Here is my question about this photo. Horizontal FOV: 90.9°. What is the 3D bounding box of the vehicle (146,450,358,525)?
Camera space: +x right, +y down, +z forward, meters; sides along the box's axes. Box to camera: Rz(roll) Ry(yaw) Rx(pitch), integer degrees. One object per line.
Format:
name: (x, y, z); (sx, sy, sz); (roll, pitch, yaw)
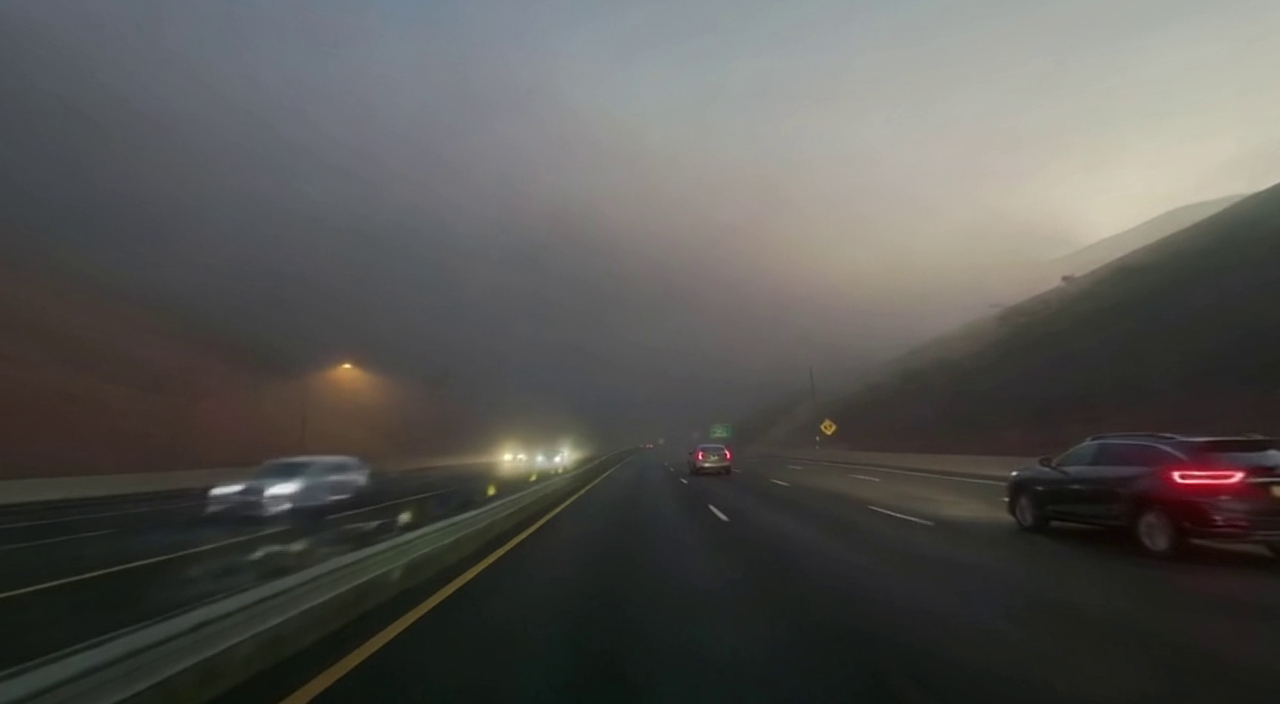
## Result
vehicle: (-9.173, 3.200, 15.572); (2.208, 1.447, 4.764); (-2, -8, 0)

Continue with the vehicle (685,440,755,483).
vehicle: (2.897, 4.068, 23.687); (2.044, 1.444, 4.216); (0, -8, 0)

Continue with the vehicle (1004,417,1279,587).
vehicle: (6.812, 1.635, 7.609); (1.988, 1.530, 4.777); (0, -8, 0)
